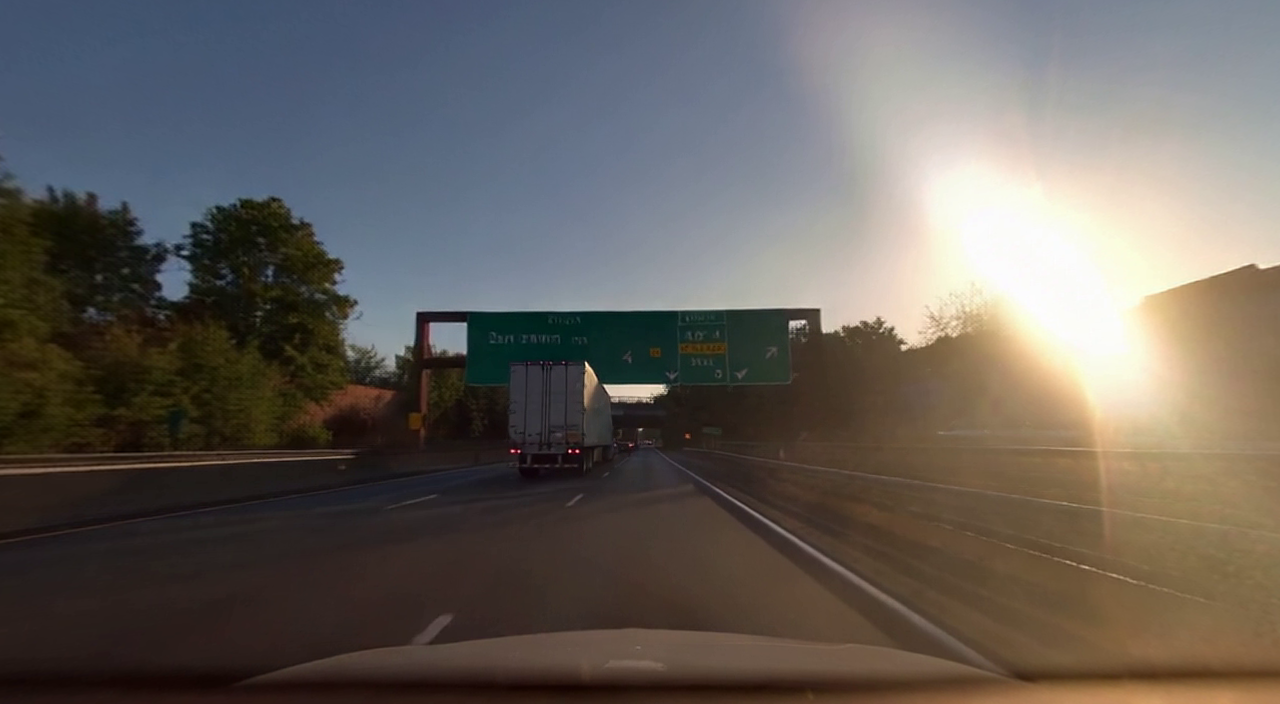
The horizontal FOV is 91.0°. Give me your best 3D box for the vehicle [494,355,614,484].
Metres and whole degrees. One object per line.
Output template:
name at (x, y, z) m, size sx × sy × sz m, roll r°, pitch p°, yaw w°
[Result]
vehicle at (-3.006, 3.135, 26.982) m, size 2.947 × 4.051 × 14.256 m, roll 0°, pitch -8°, yaw 1°
